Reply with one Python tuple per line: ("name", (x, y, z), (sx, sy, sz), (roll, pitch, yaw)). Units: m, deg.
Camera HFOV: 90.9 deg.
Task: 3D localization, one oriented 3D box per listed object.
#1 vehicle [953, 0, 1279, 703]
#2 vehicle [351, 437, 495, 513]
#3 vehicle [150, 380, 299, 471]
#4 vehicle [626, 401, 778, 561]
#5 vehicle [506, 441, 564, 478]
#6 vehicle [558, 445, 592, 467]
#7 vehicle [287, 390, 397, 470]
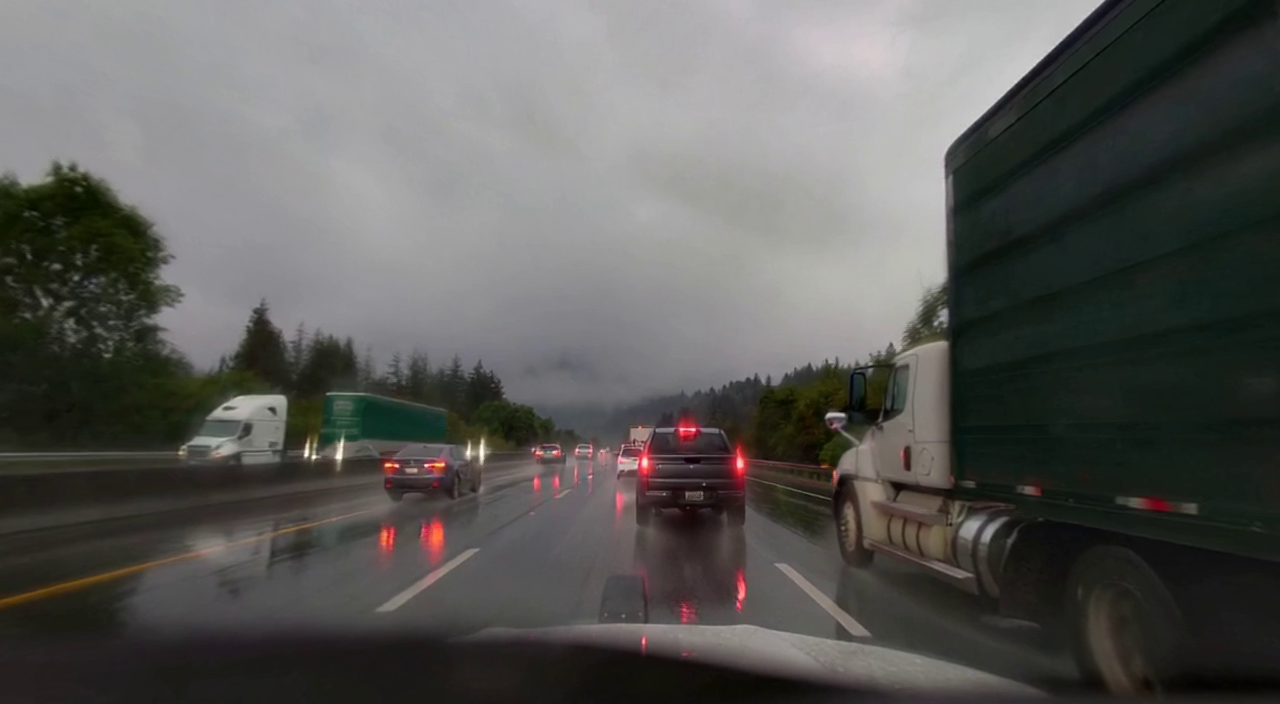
("vehicle", (3.834, 0.147, 3.379), (2.141, 3.473, 4.217), (-1, -9, 3))
("vehicle", (-4.757, 2.730, 14.472), (1.867, 1.489, 3.829), (0, -9, 1))
("vehicle", (-19.857, 3.669, 30.664), (2.867, 3.988, 6.021), (0, -9, 1))
("vehicle", (0.755, 1.864, 9.704), (1.825, 1.920, 3.960), (0, -9, 0))
("vehicle", (-4.702, 4.876, 28.804), (1.855, 1.527, 4.209), (0, -9, 1))
("vehicle", (-4.501, 7.271, 44.161), (1.857, 1.423, 3.920), (0, -9, 1))
("vehicle", (-15.927, 4.289, 34.240), (2.946, 3.934, 5.884), (0, -9, 1))
